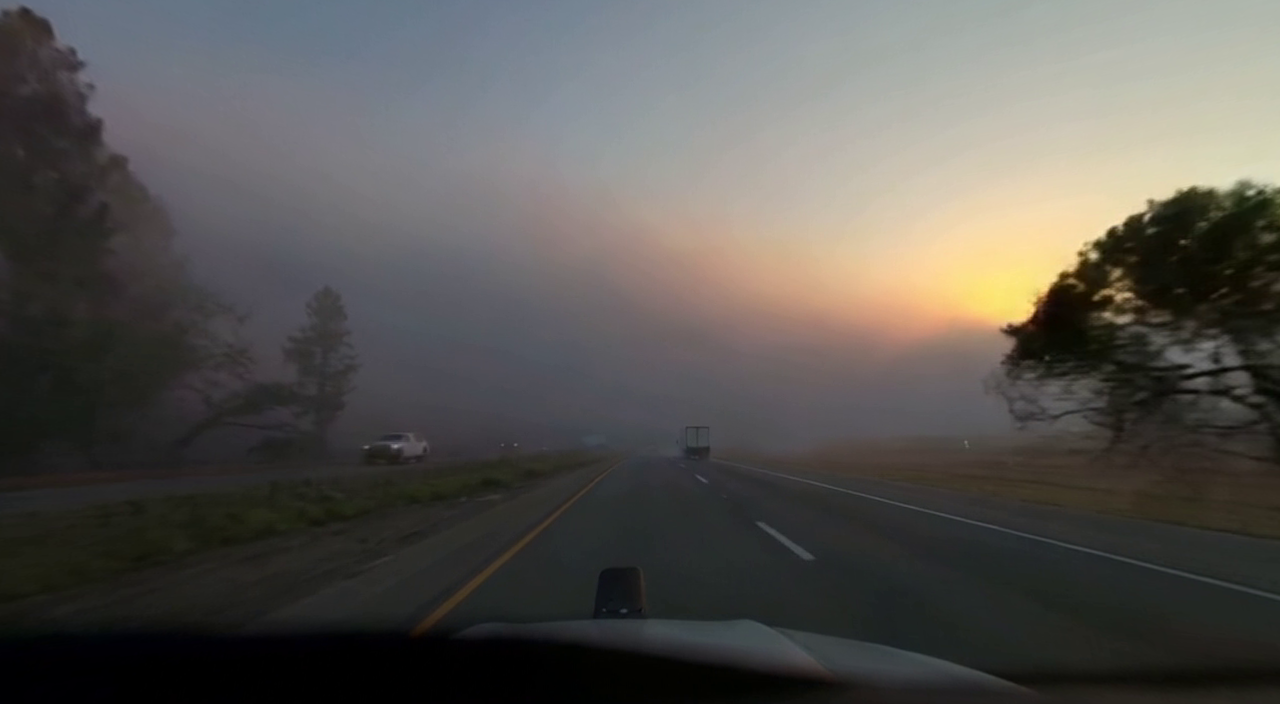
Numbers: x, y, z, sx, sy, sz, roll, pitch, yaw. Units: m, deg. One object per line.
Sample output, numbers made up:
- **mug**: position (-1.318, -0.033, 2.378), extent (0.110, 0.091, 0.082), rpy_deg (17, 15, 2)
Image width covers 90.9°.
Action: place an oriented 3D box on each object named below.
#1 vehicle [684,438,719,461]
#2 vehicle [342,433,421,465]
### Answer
- **vehicle**: position (4.476, 7.188, 46.619), extent (2.157, 1.640, 4.056), rpy_deg (0, -8, 0)
- **vehicle**: position (-16.935, 6.390, 41.770), extent (2.550, 1.966, 6.105), rpy_deg (0, -8, 1)
